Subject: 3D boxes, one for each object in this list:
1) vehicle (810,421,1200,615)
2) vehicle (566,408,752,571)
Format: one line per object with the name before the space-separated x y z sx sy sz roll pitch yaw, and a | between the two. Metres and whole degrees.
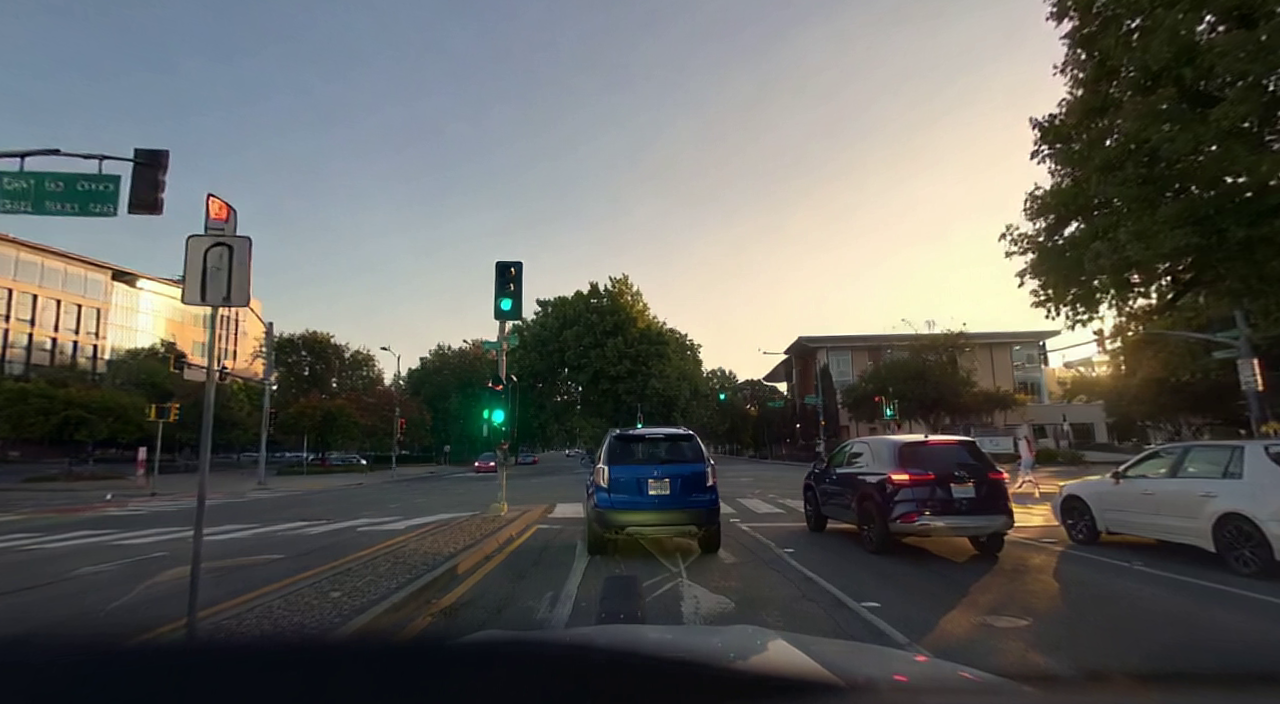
vehicle | 3.621 1.696 7.482 1.899 1.572 4.425 0 -8 -1
vehicle | 0.111 1.843 9.199 2.085 1.807 4.038 0 -8 -3
